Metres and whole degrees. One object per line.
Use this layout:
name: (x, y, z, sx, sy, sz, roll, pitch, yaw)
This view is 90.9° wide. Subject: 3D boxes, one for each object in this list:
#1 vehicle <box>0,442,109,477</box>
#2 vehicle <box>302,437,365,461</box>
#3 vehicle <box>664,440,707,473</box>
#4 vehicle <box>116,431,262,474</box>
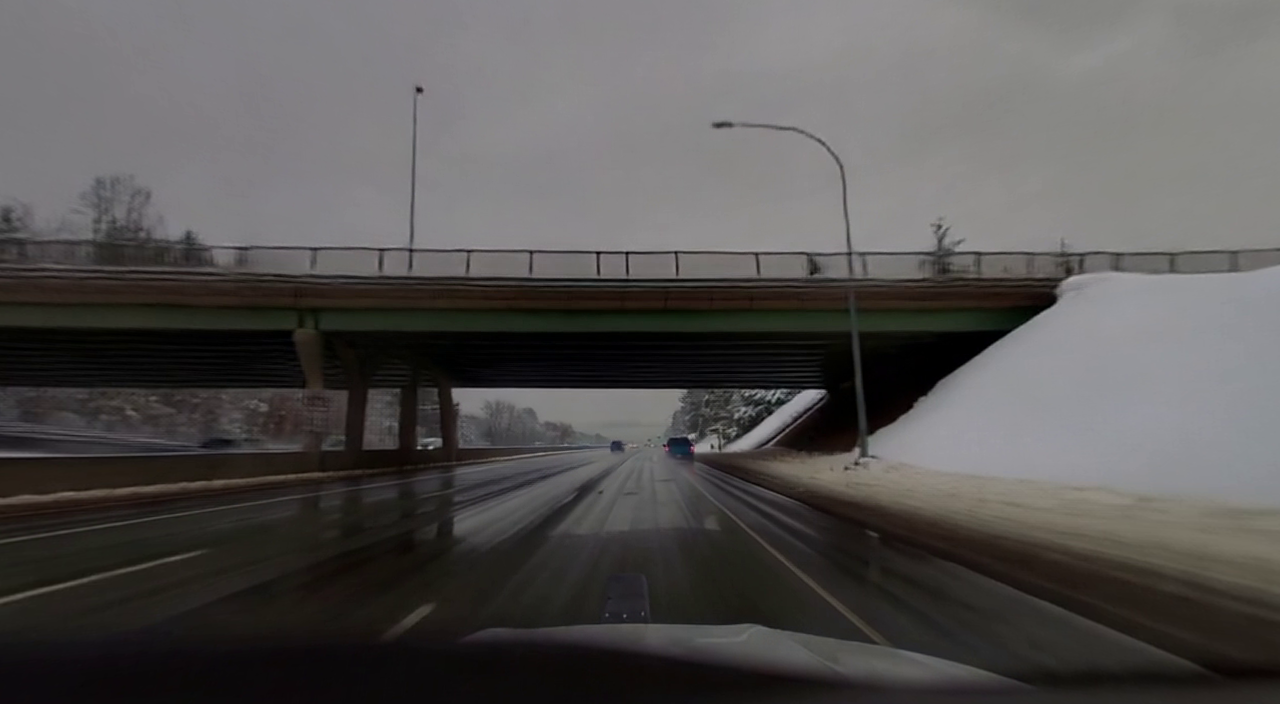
vehicle: (-27.148, 4.843, 28.729, 1.837, 1.452, 4.655, 0, -8, 1)
vehicle: (-23.247, 7.380, 48.099, 2.123, 1.721, 5.137, 0, -8, 1)
vehicle: (2.344, 5.588, 33.993, 2.010, 1.637, 4.940, 0, -8, 1)
vehicle: (-19.869, 4.468, 28.253, 2.203, 1.733, 5.705, 0, -8, 1)
